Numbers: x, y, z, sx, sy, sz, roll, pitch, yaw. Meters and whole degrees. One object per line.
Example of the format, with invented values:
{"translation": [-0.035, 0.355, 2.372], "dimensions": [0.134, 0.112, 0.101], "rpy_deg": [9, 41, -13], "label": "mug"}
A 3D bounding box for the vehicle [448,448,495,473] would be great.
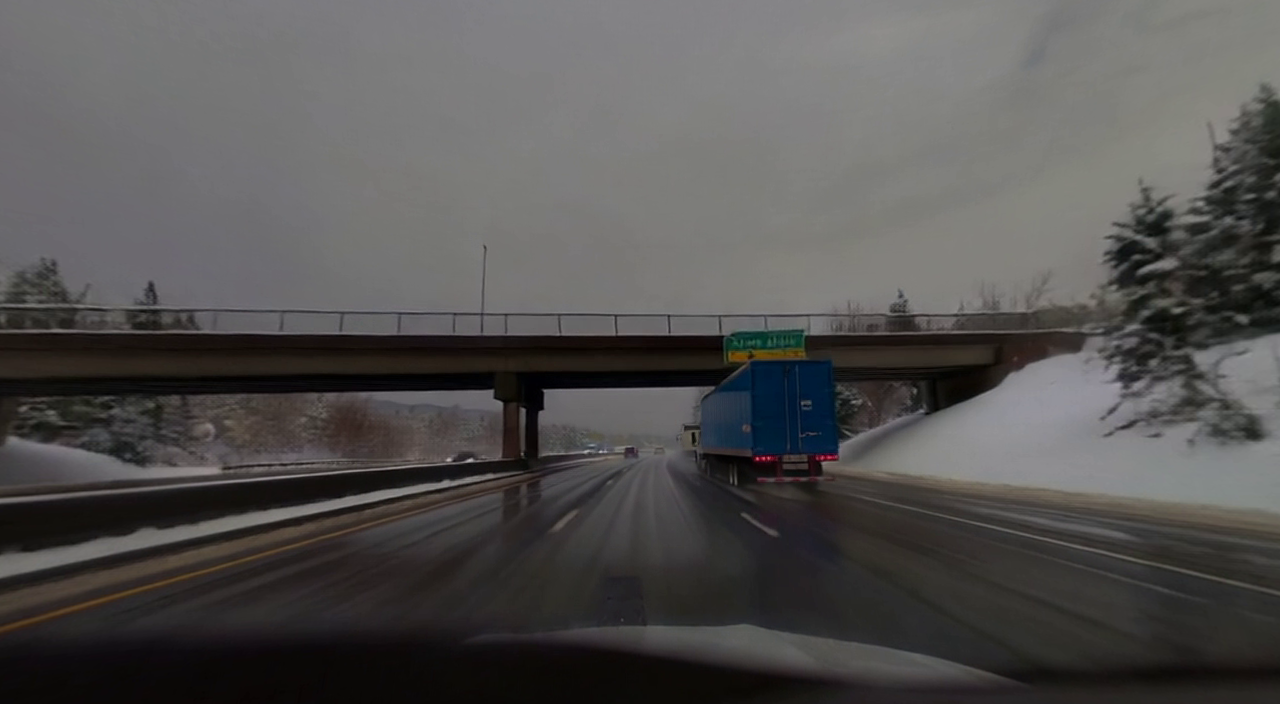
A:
{"translation": [-10.188, 6.590, 38.398], "dimensions": [1.747, 1.413, 3.680], "rpy_deg": [0, -9, 1], "label": "vehicle"}

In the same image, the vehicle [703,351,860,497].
{"translation": [4.638, 3.084, 24.687], "dimensions": [2.825, 4.054, 14.210], "rpy_deg": [0, -9, 0], "label": "vehicle"}
